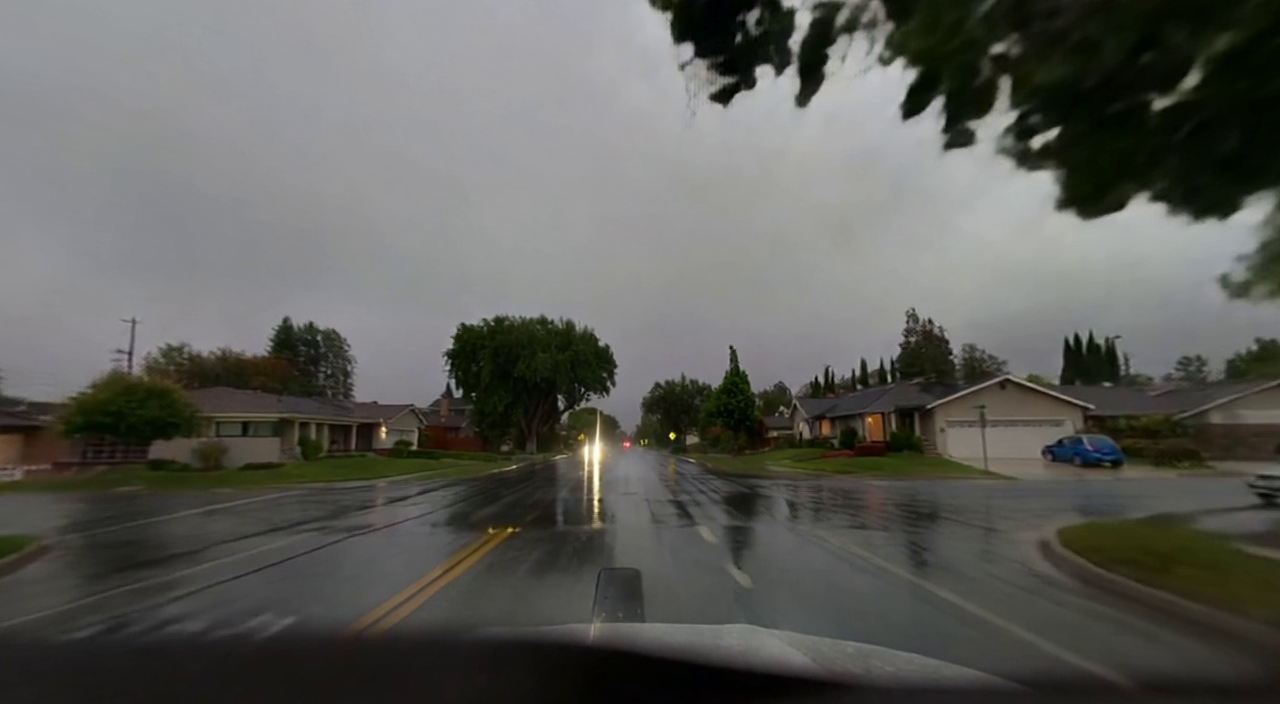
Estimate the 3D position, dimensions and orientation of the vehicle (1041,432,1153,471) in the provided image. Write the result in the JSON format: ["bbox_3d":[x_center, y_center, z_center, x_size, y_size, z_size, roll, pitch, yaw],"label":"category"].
[{"bbox_3d":[22.992,4.973,32.039,1.879,1.584,4.761,1,-5,-5],"label":"vehicle"}]
